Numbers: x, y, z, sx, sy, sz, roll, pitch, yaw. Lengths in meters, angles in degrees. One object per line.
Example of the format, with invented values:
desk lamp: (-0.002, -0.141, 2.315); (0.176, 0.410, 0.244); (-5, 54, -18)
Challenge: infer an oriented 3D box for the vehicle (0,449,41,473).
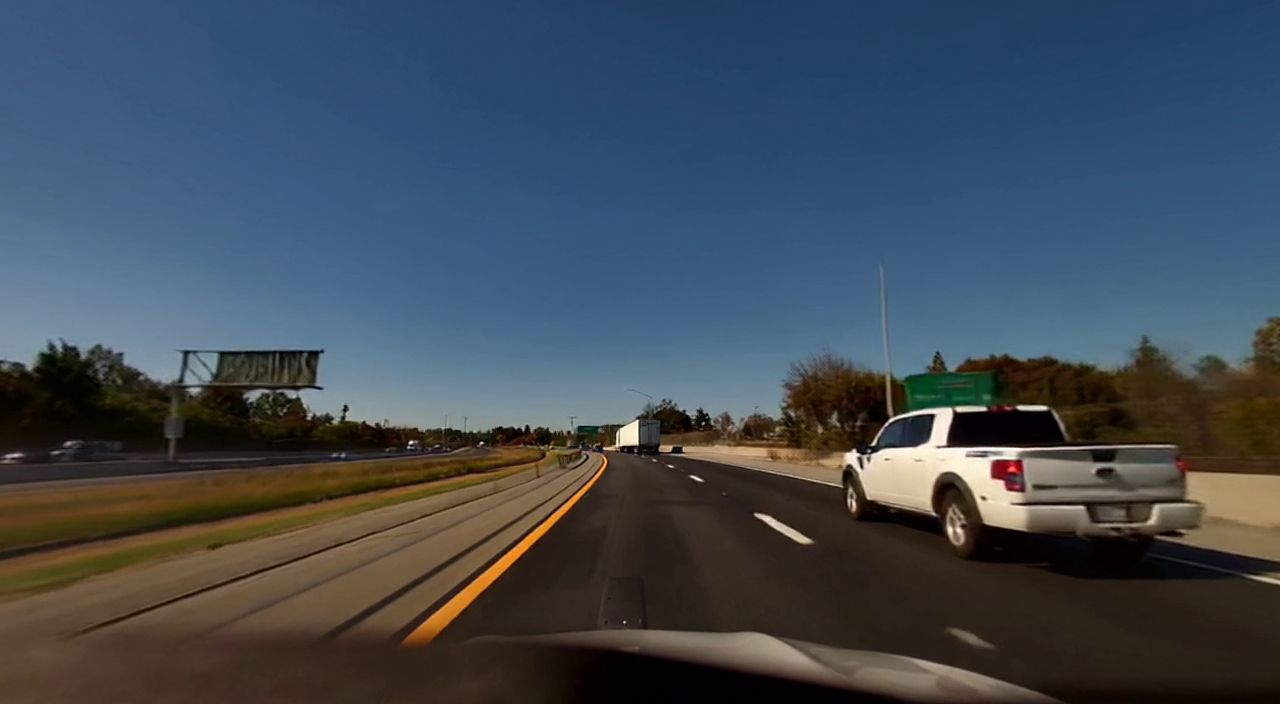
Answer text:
vehicle: (-47.737, 8.206, 47.688); (1.970, 1.511, 3.878); (5, -8, -20)

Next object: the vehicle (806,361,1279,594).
vehicle: (4.163, 1.454, 8.215); (2.383, 1.959, 5.669); (0, -8, -1)
